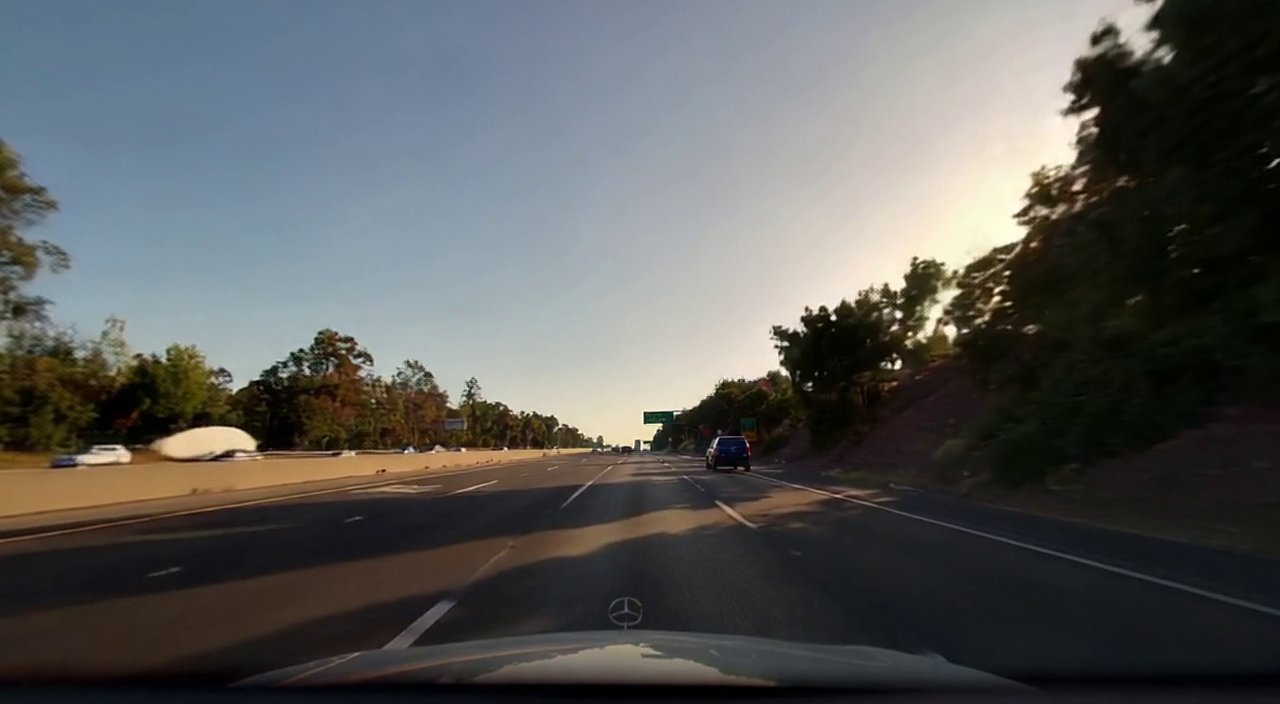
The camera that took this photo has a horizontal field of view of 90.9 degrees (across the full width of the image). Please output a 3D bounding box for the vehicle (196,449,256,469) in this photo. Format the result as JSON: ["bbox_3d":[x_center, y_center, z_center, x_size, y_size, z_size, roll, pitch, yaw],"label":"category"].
[{"bbox_3d":[-32.638,8.402,49.823,1.837,1.432,4.253,0,-8,0],"label":"vehicle"}]

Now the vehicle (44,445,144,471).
[{"bbox_3d":[-39.720,7.693,46.098,2.139,1.695,5.697,-1,-8,1],"label":"vehicle"}]

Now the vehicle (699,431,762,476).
[{"bbox_3d":[4.221,4.806,30.151,2.172,1.930,4.879,0,-8,-1],"label":"vehicle"}]
